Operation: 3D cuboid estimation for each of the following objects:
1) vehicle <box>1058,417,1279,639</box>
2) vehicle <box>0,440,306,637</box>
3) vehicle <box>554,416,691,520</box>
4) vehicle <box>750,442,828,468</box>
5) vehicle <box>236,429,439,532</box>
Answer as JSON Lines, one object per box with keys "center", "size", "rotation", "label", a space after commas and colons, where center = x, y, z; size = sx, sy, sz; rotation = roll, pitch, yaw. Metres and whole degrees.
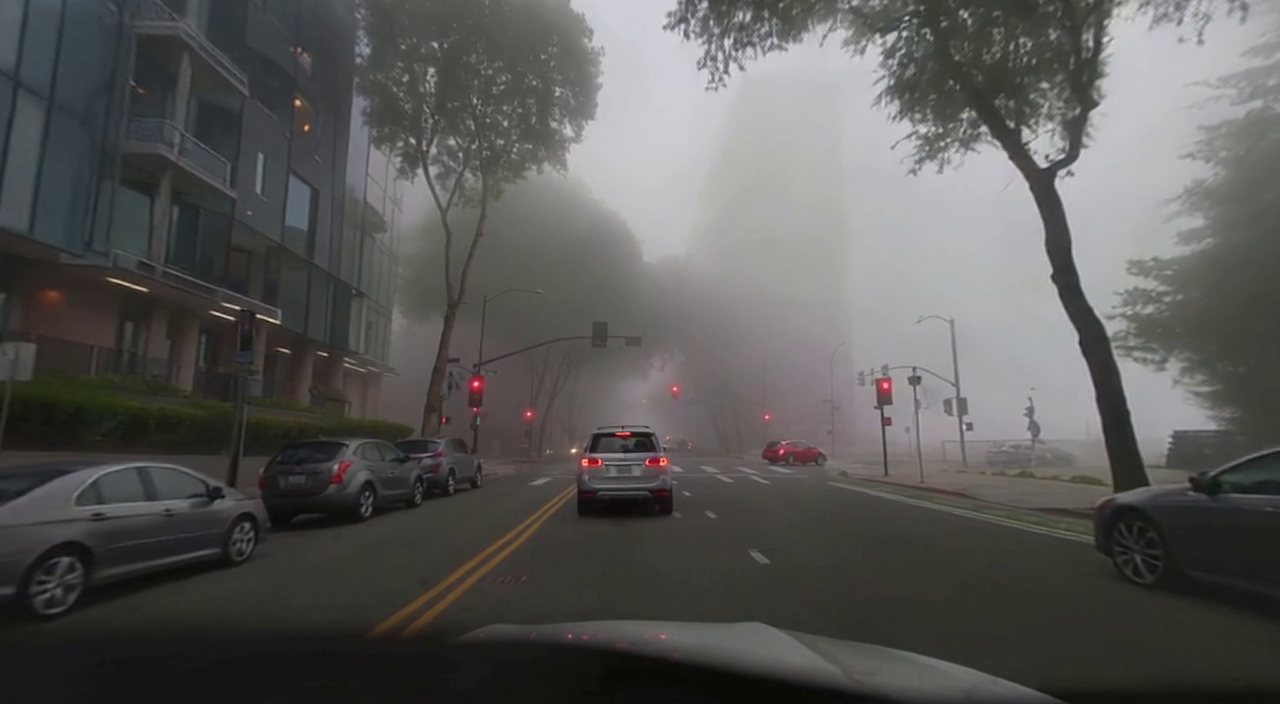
{"center": [5.947, 1.385, 5.080], "size": [2.004, 1.699, 4.525], "rotation": [0, -8, -1], "label": "vehicle"}
{"center": [-5.578, 1.624, 6.207], "size": [1.841, 1.466, 4.364], "rotation": [-1, -8, 6], "label": "vehicle"}
{"center": [-0.272, 2.205, 12.453], "size": [2.258, 1.687, 3.934], "rotation": [-1, -8, 1], "label": "vehicle"}
{"center": [9.749, 6.711, 41.365], "size": [4.638, 1.555, 1.824], "rotation": [3, -9, -21], "label": "vehicle"}
{"center": [-5.784, 2.479, 12.869], "size": [1.904, 1.684, 4.529], "rotation": [0, -8, -1], "label": "vehicle"}
